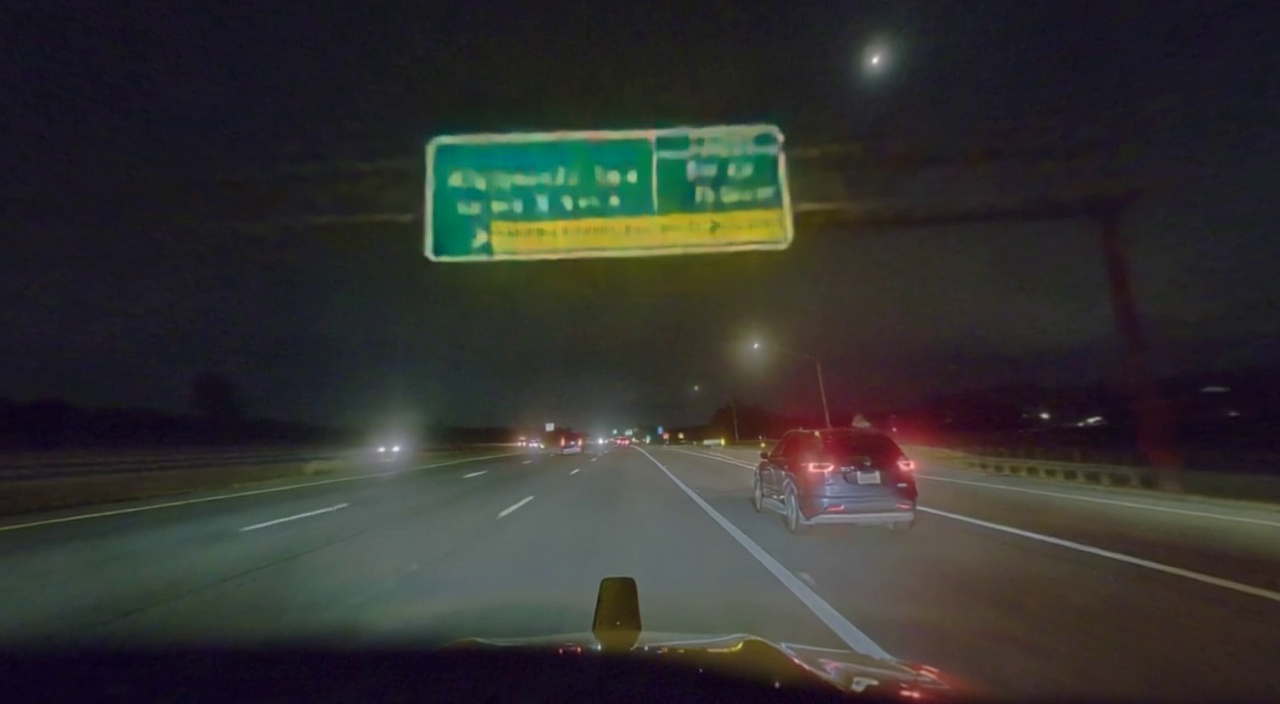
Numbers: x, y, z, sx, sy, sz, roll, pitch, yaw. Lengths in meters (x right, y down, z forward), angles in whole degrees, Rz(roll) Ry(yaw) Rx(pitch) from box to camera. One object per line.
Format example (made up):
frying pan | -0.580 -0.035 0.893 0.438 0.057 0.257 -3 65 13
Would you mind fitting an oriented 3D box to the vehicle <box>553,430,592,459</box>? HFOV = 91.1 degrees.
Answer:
vehicle | -4.840 6.681 45.724 2.281 1.957 5.713 0 -8 -1
